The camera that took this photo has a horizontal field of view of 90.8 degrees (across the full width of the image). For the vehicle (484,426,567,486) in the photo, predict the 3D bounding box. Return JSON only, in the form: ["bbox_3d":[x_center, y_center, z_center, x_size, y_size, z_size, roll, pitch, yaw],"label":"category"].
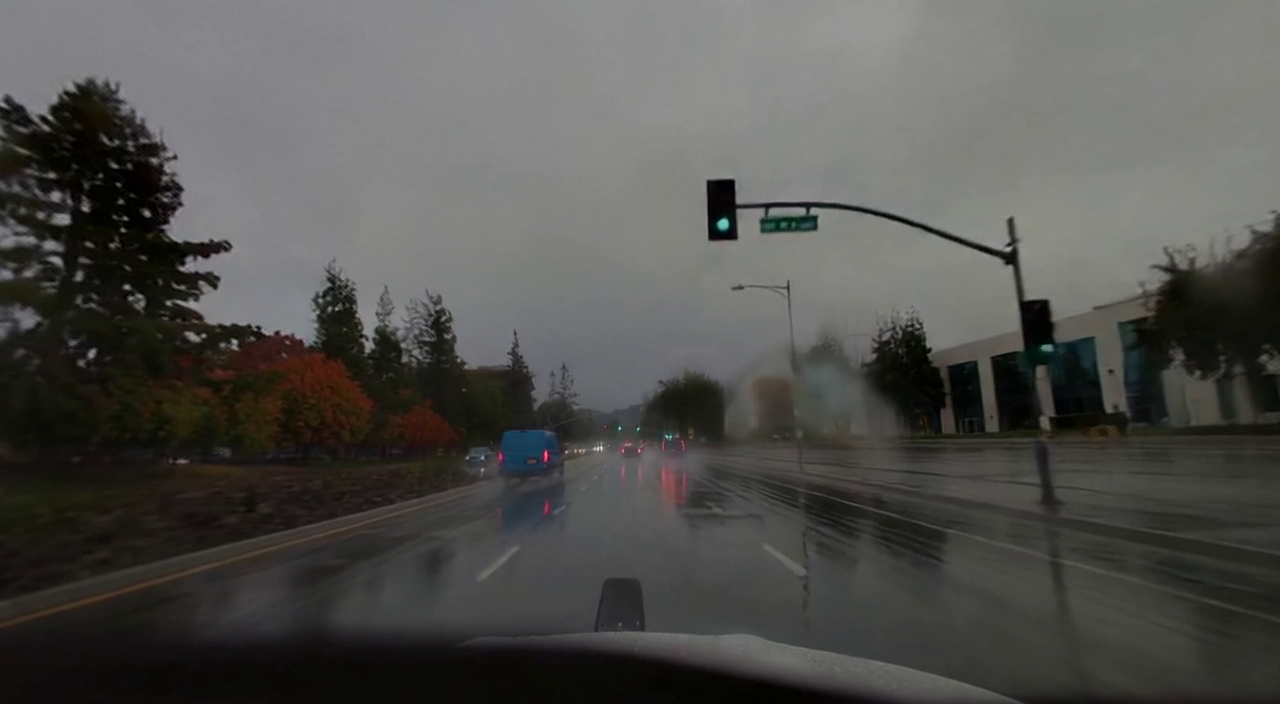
[{"bbox_3d":[-3.879,3.648,22.329,2.075,1.863,4.744,0,-9,-1],"label":"vehicle"}]

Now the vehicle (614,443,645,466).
[{"bbox_3d":[-0.729,6.968,43.043,2.039,1.455,3.826,0,-9,-2],"label":"vehicle"}]

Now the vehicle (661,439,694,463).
[{"bbox_3d":[2.855,7.719,49.224,2.181,1.781,4.257,0,-9,-1],"label":"vehicle"}]
